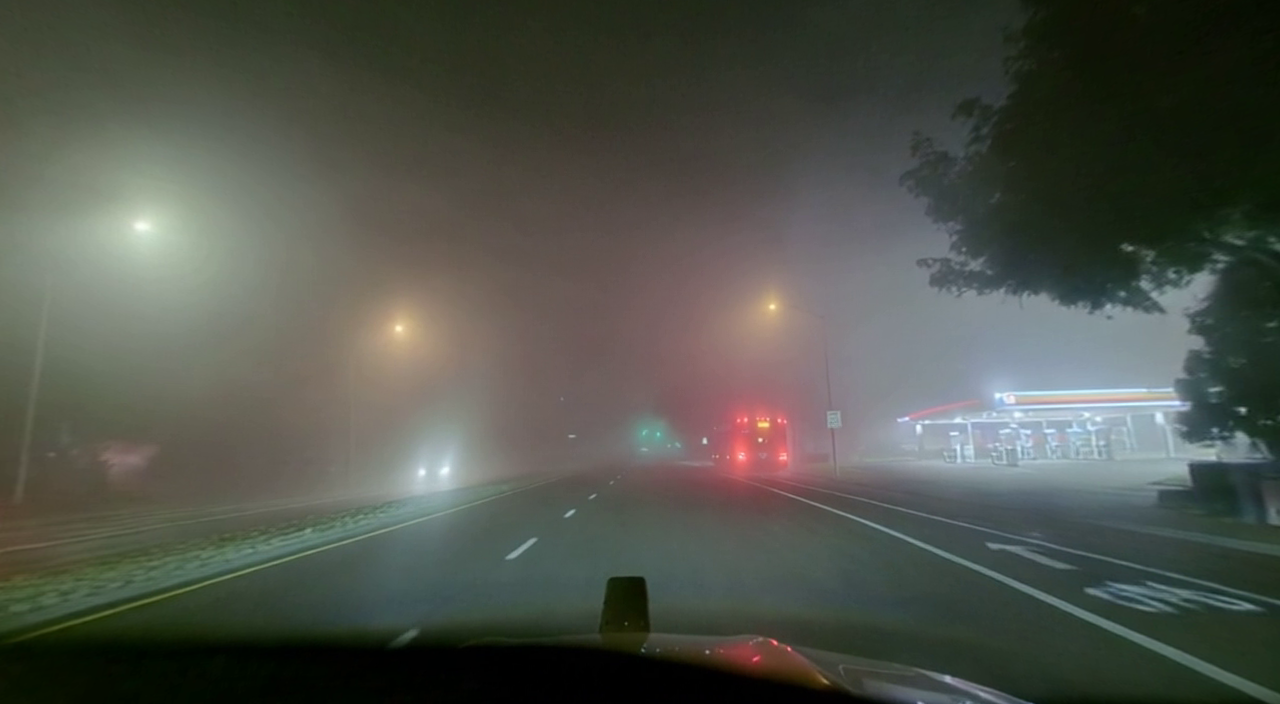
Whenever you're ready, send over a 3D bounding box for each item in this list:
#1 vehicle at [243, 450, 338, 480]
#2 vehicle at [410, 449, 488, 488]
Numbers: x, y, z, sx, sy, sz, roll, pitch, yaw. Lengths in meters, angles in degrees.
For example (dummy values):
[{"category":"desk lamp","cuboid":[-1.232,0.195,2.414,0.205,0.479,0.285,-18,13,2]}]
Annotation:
[{"category":"vehicle","cuboid":[-24.172,7.778,43.861,2.284,1.855,5.392,-4,-9,25]},{"category":"vehicle","cuboid":[-7.988,4.884,26.777,1.900,1.481,4.317,0,-8,1]}]
